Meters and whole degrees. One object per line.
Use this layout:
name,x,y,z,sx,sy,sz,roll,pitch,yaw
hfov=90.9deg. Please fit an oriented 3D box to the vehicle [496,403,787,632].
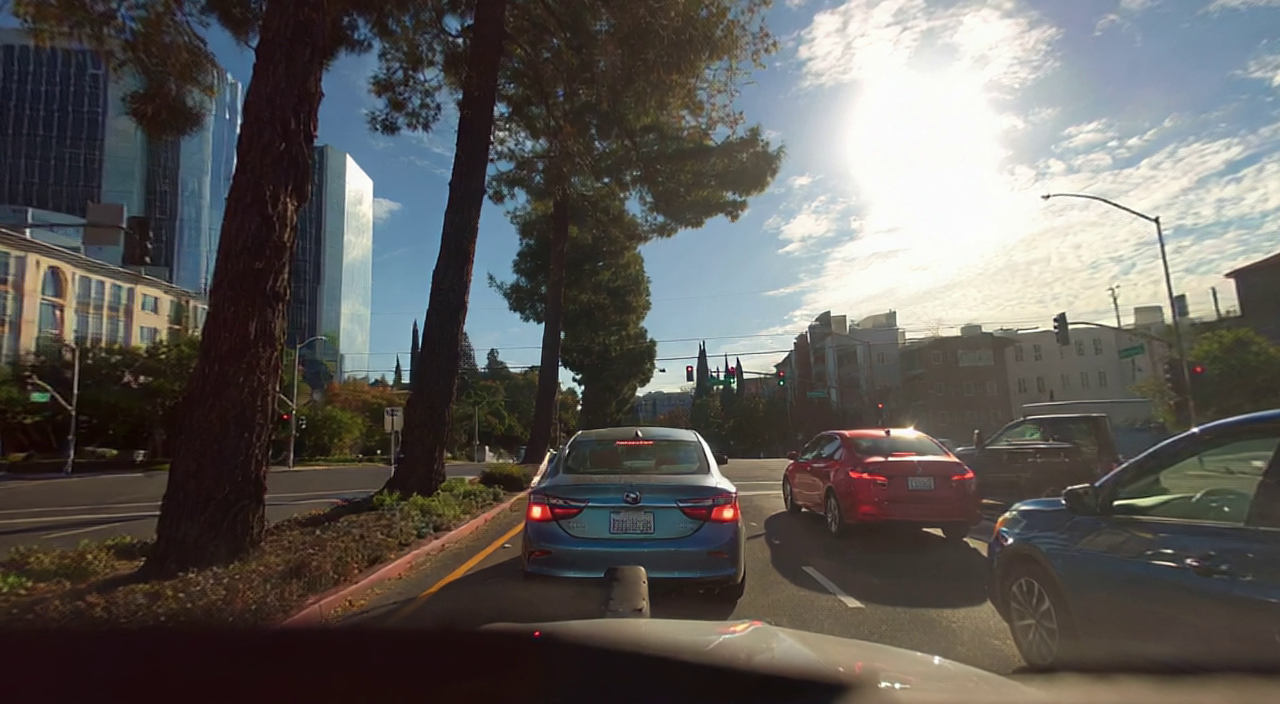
vehicle,-0.001,1.476,6.498,2.074,1.631,3.793,0,-9,0

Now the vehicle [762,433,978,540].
vehicle,3.709,2.259,11.294,2.054,1.482,4.654,0,-9,-1

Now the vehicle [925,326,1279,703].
vehicle,3.740,0.934,3.422,2.162,1.829,4.519,0,-9,-1
